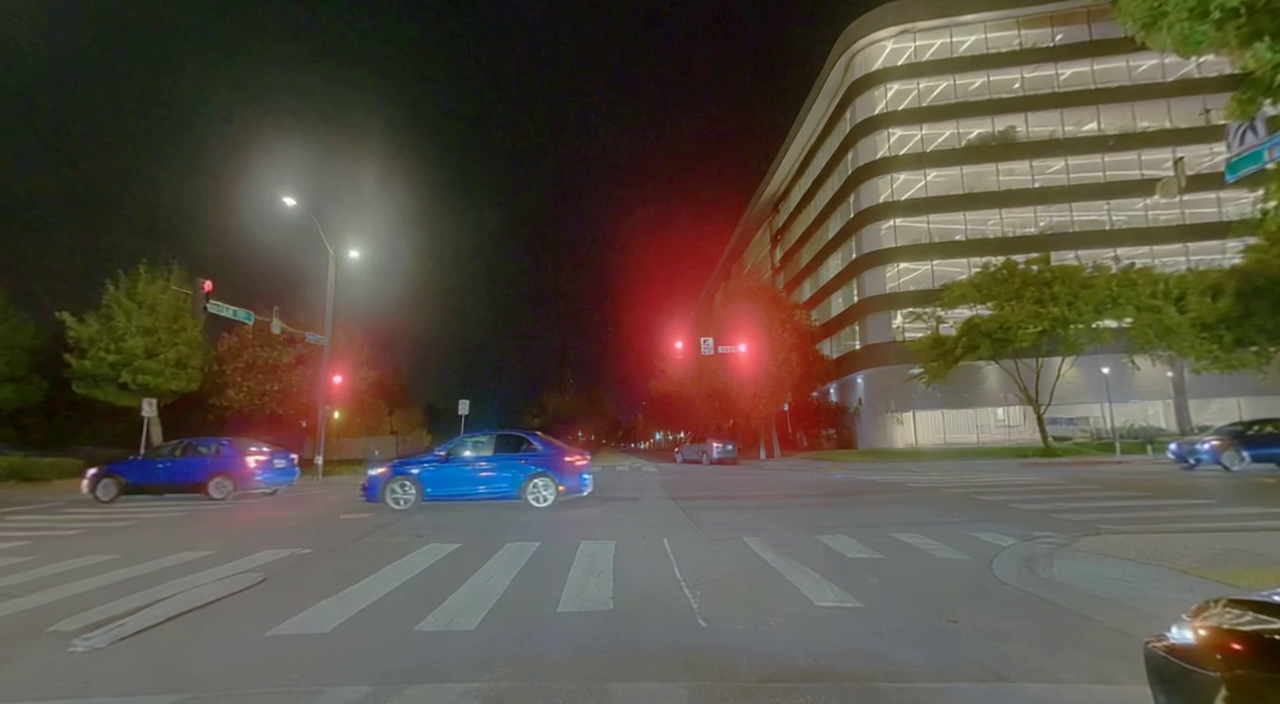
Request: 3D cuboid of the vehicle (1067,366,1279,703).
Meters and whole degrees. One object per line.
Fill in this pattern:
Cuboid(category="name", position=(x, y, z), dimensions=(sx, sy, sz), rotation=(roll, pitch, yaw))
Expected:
Cuboid(category="vehicle", position=(2.885, 0.678, 0.827), dimensions=(1.947, 1.576, 3.825), rotation=(0, -8, 1))

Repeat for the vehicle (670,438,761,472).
Cuboid(category="vehicle", position=(3.426, 4.793, 29.429), dimensions=(2.031, 1.442, 4.446), rotation=(4, -9, -28))

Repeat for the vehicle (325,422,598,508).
Cuboid(category="vehicle", position=(-3.675, 2.448, 13.773), dimensions=(5.369, 1.704, 1.993), rotation=(0, -8, 1))

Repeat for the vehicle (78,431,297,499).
Cuboid(category="vehicle", position=(-12.455, 3.118, 17.532), dimensions=(4.565, 1.769, 1.940), rotation=(0, -8, 0))
